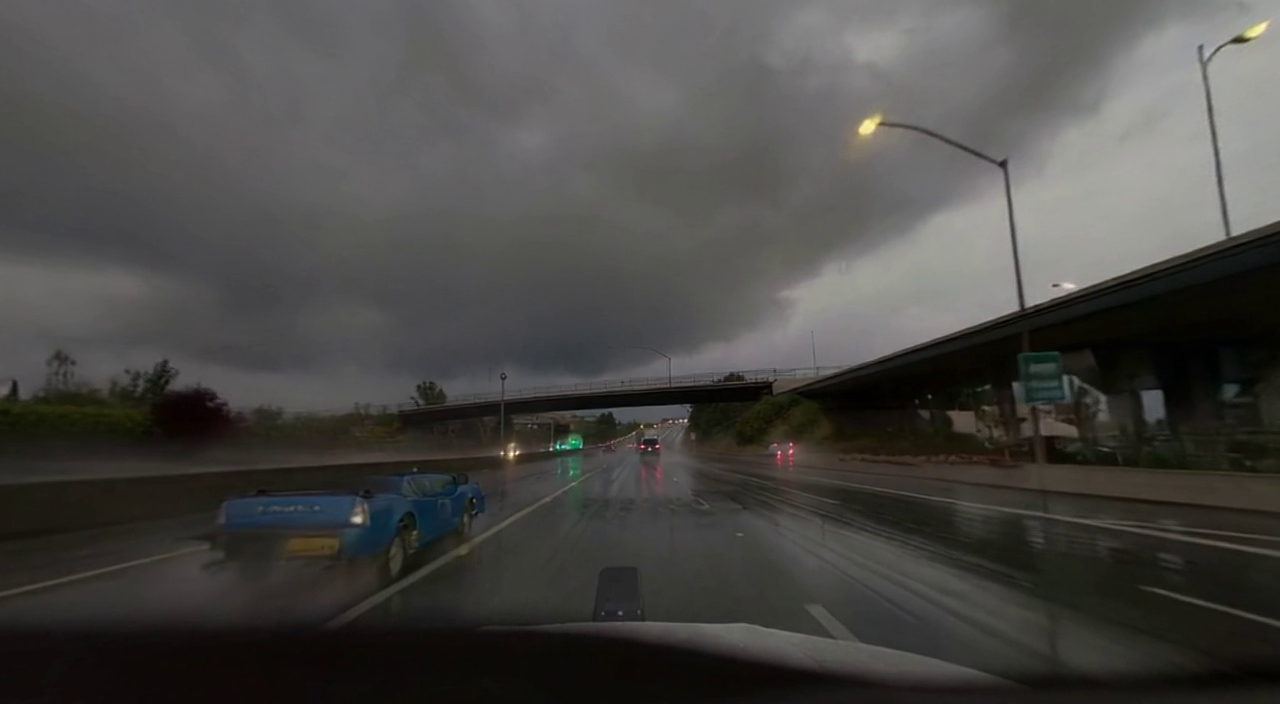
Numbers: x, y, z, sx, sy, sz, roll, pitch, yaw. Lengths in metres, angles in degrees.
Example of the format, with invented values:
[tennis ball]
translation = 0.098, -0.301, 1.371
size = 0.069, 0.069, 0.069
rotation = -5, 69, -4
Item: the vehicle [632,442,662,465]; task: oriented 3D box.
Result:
[vehicle]
translation = 0.490, 7.665, 47.820
size = 2.108, 1.658, 3.787
rotation = 0, -8, -1
